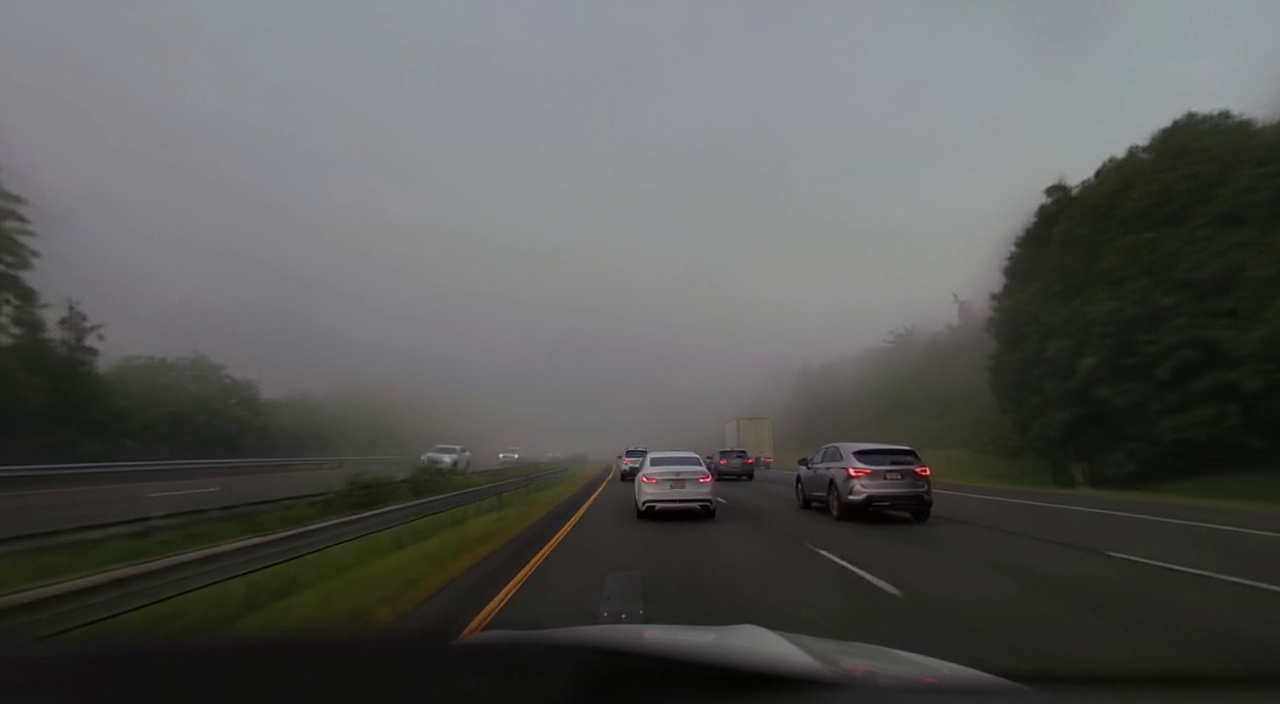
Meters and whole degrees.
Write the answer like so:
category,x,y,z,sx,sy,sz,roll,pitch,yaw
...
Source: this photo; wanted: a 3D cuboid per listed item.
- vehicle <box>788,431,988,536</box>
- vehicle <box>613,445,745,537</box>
category,x,y,z,sx,sy,sz,roll,pitch,yaw
vehicle,4.546,2.474,12.490,1.998,1.657,4.604,0,-9,-1
vehicle,0.589,2.494,11.870,2.094,1.426,3.725,0,-9,-1
